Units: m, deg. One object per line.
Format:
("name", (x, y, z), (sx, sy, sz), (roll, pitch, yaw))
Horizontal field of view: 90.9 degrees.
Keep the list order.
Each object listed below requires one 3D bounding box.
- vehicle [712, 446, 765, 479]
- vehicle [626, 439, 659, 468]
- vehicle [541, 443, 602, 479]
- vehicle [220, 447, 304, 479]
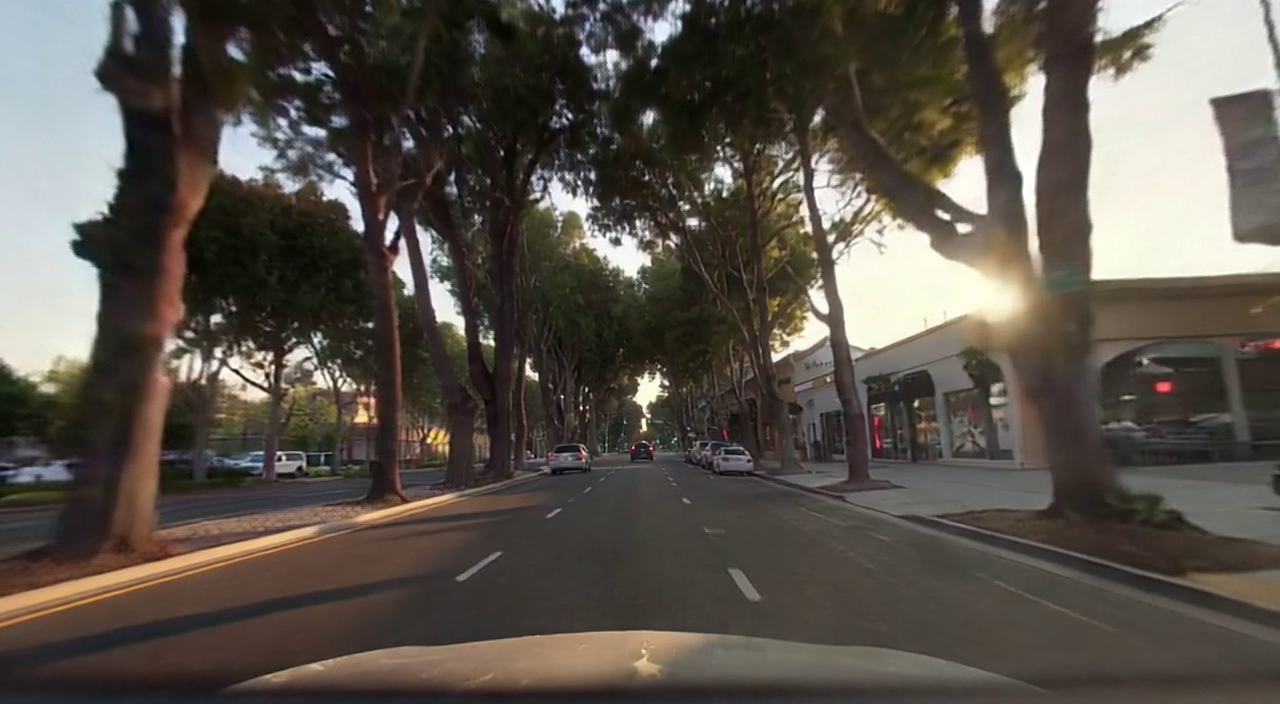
("vehicle", (4.628, 5.257, 30.257), (1.896, 1.451, 4.329), (0, -9, 0))
("vehicle", (0.192, 6.653, 41.303), (2.075, 1.770, 4.018), (0, -9, 0))
("vehicle", (-3.054, 4.987, 29.092), (2.151, 1.484, 4.468), (0, -9, 2))
("vehicle", (-26.924, 7.887, 45.206), (2.231, 2.124, 5.680), (0, -9, 4))
